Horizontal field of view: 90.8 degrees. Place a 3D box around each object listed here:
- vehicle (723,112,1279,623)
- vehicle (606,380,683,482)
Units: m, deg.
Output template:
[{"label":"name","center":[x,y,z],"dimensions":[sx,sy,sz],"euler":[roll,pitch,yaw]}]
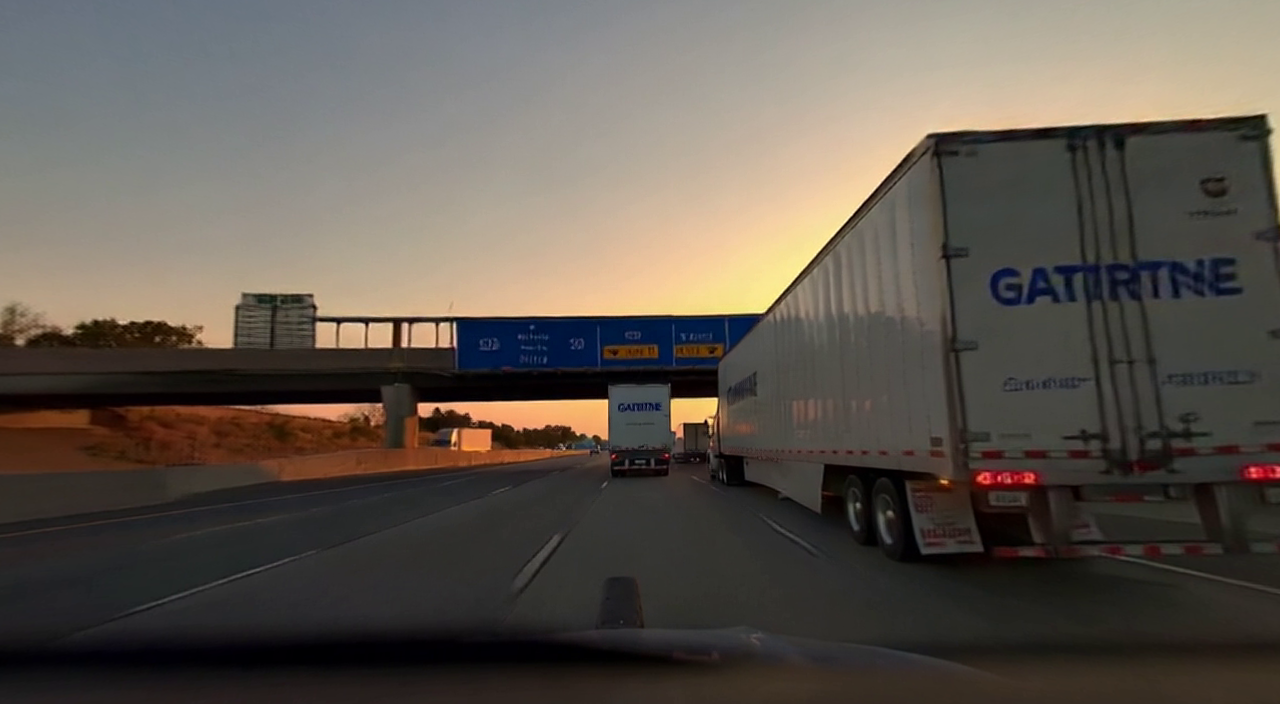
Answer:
[{"label":"vehicle","center":[4.189,1.096,12.231],"dimensions":[3.044,4.128,14.482],"euler":[0,-9,-1]},{"label":"vehicle","center":[0.187,3.706,28.602],"dimensions":[2.864,3.805,9.709],"euler":[0,-9,0]}]
